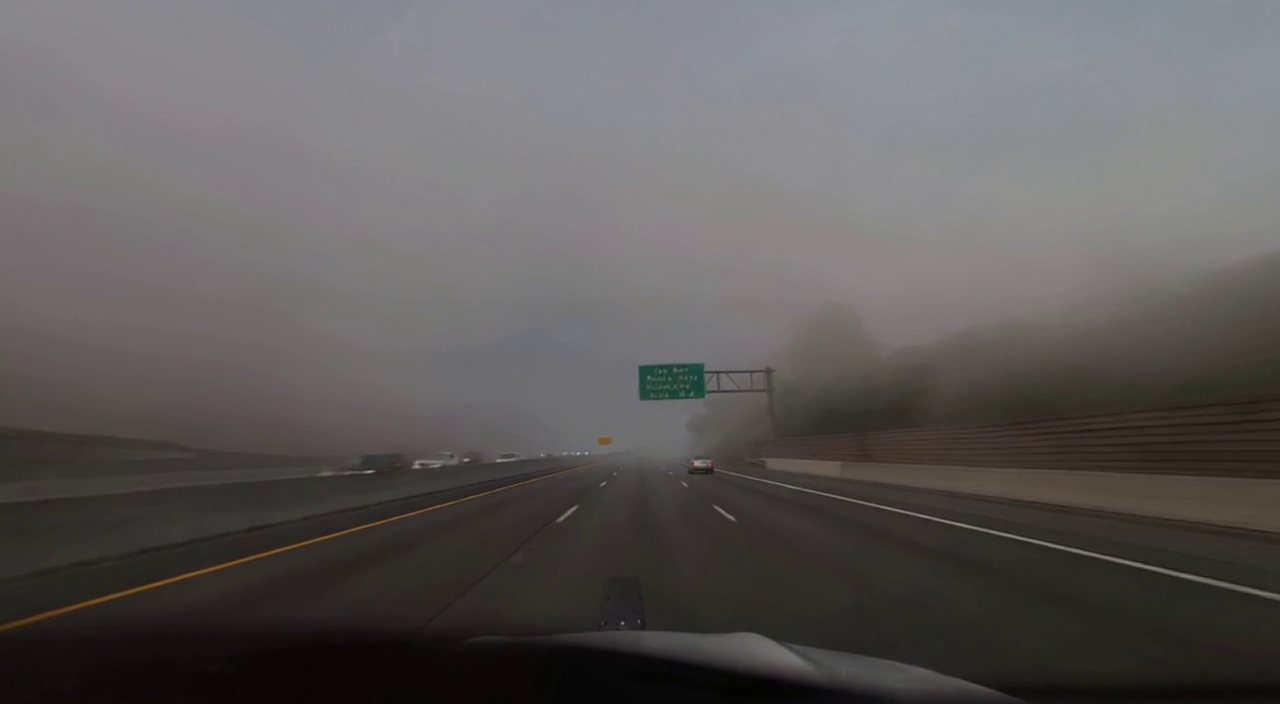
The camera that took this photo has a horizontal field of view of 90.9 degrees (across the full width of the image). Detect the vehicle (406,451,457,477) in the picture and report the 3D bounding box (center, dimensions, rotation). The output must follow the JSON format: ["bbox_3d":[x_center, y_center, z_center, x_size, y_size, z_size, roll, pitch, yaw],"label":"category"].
[{"bbox_3d":[-14.285,7.654,43.383,1.988,1.638,4.260,0,-9,0],"label":"vehicle"}]

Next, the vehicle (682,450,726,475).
[{"bbox_3d":[3.690,6.474,37.110,2.065,1.400,4.028,0,-9,-1],"label":"vehicle"}]

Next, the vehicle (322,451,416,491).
[{"bbox_3d":[-11.339,4.984,26.789,1.879,1.511,4.778,0,-9,0],"label":"vehicle"}]
